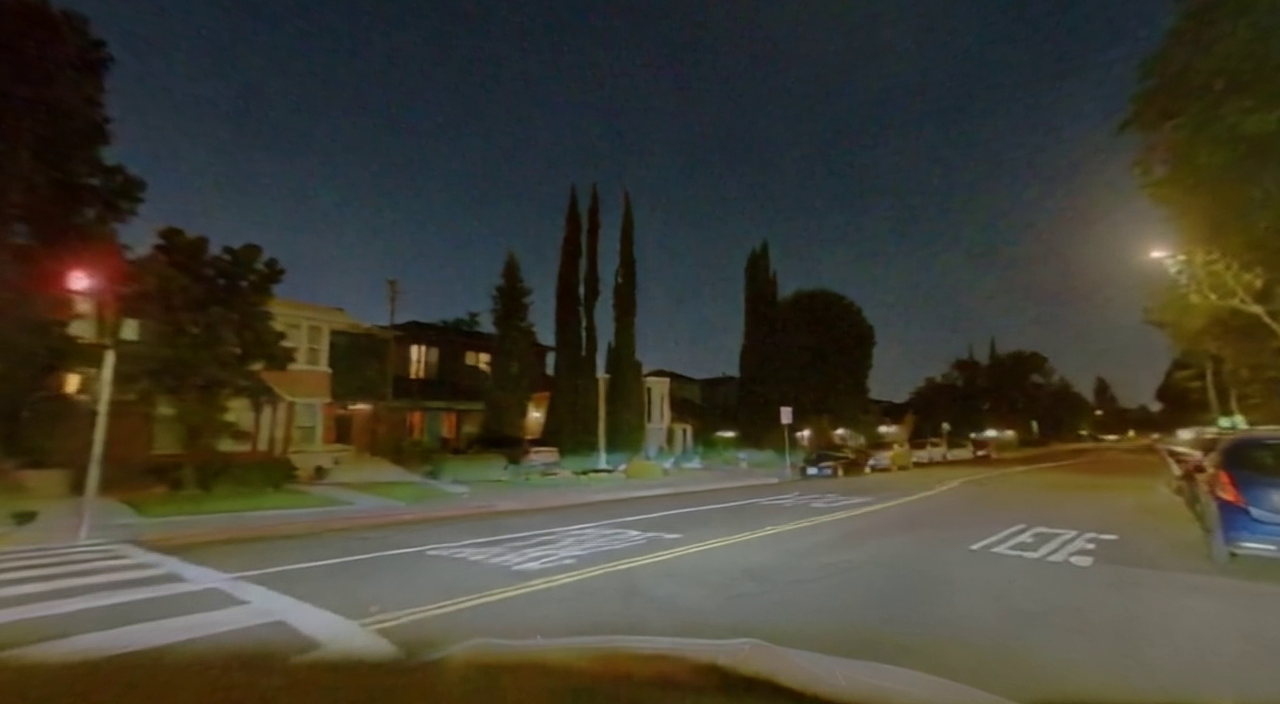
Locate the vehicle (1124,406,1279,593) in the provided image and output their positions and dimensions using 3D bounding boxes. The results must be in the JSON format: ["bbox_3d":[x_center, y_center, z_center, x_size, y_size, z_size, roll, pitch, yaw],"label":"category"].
[{"bbox_3d":[7.348,1.550,7.297,2.315,1.668,4.425,-8,-11,41],"label":"vehicle"}]

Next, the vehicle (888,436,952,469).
[{"bbox_3d":[15.817,5.638,35.468,1.973,1.755,4.528,-8,-12,40],"label":"vehicle"}]

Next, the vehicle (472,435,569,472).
[{"bbox_3d":[-5.736,4.793,29.997,4.554,1.595,2.028,-7,-11,39],"label":"vehicle"}]

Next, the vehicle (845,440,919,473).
[{"bbox_3d":[11.935,5.114,30.928,1.948,1.477,4.518,-9,-12,39],"label":"vehicle"}]

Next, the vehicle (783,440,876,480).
[{"bbox_3d":[7.974,4.455,26.224,1.963,1.470,4.671,-9,-12,38],"label":"vehicle"}]
